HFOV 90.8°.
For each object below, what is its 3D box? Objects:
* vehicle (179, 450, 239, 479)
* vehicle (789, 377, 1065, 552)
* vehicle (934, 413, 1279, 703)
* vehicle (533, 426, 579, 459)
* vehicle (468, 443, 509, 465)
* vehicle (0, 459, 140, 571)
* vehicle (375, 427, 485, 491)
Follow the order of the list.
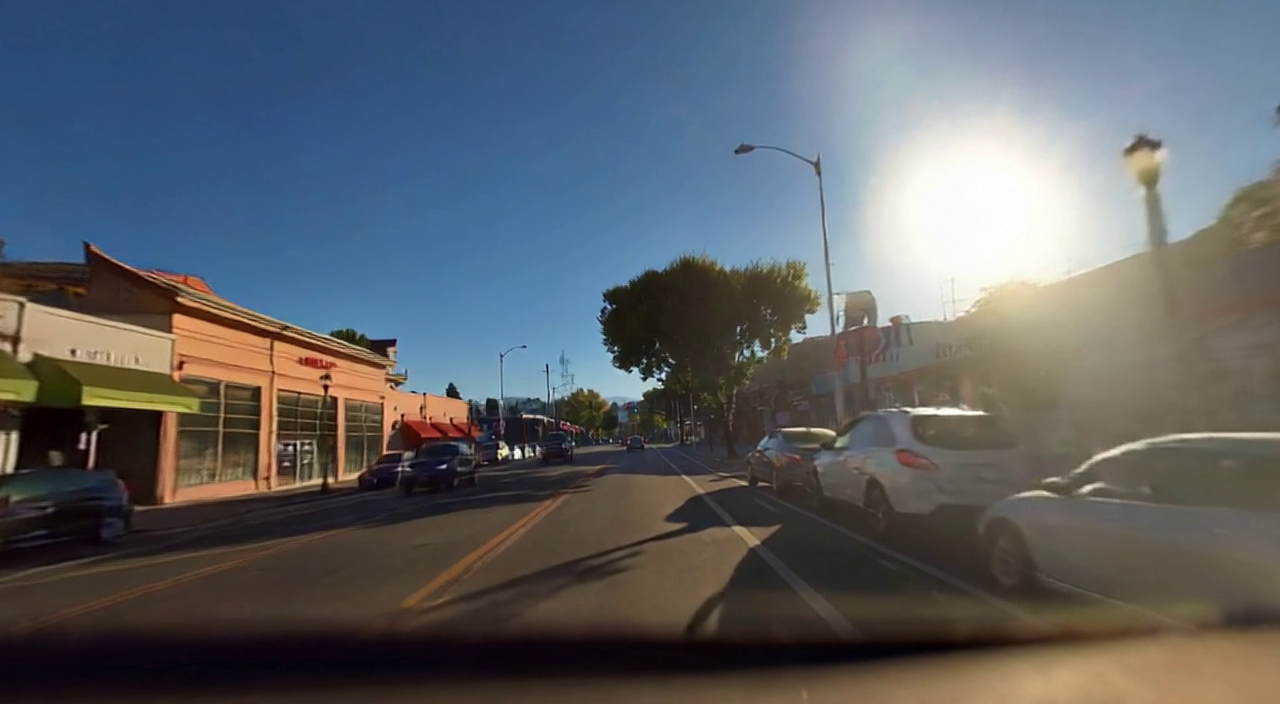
[{"bbox_3d":[-26.607,6.901,38.956,4.394,1.609,1.971,-7,-11,42],"label":"vehicle"},{"bbox_3d":[3.839,1.607,9.559,1.976,2.001,4.430,0,-8,-1],"label":"vehicle"},{"bbox_3d":[3.905,1.144,3.881,1.876,1.468,4.672,-5,-9,0],"label":"vehicle"},{"bbox_3d":[-5.609,6.159,43.123,2.267,2.070,5.719,0,-8,1],"label":"vehicle"},{"bbox_3d":[-10.812,7.276,45.270,1.784,1.502,4.344,0,-8,1],"label":"vehicle"},{"bbox_3d":[-10.749,2.632,10.355,1.930,1.621,3.853,0,-8,-1],"label":"vehicle"},{"bbox_3d":[-6.703,3.455,20.782,2.044,1.839,4.512,0,-8,0],"label":"vehicle"}]
